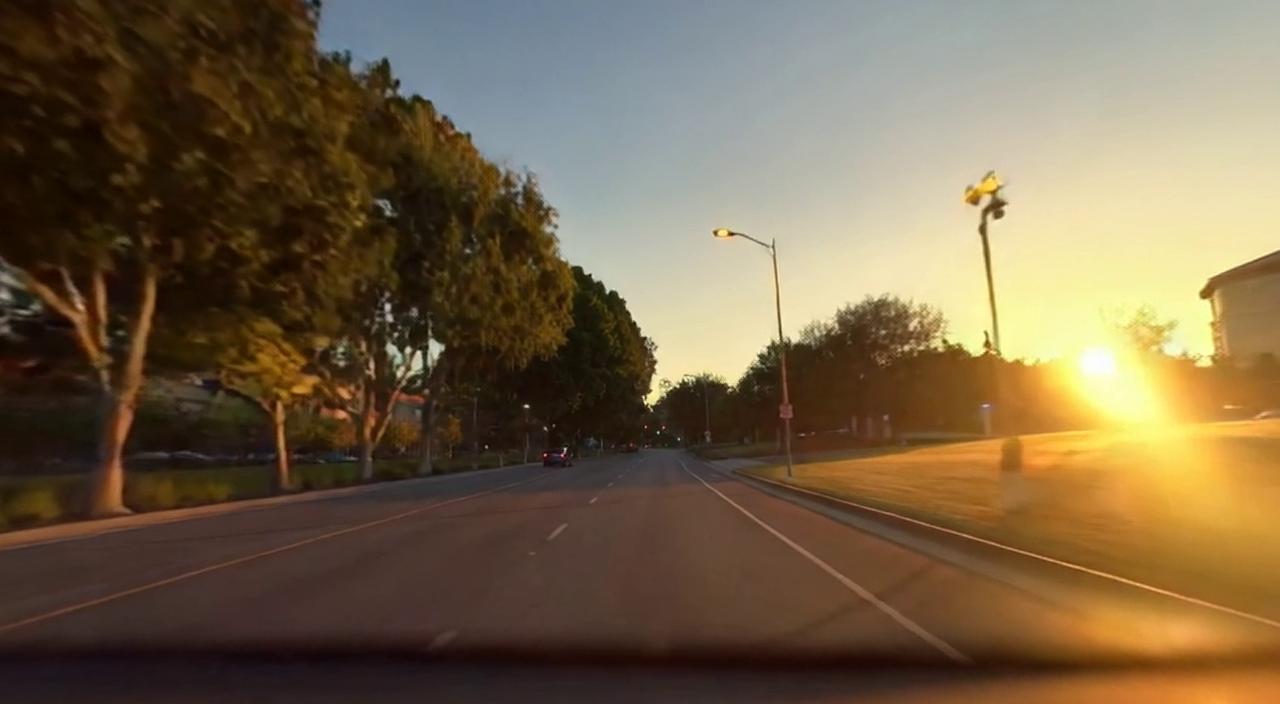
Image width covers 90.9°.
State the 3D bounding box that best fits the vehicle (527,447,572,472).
[{"bbox_3d":[-5.520,6.604,39.051,1.945,1.461,4.605,-1,-9,3],"label":"vehicle"}]
